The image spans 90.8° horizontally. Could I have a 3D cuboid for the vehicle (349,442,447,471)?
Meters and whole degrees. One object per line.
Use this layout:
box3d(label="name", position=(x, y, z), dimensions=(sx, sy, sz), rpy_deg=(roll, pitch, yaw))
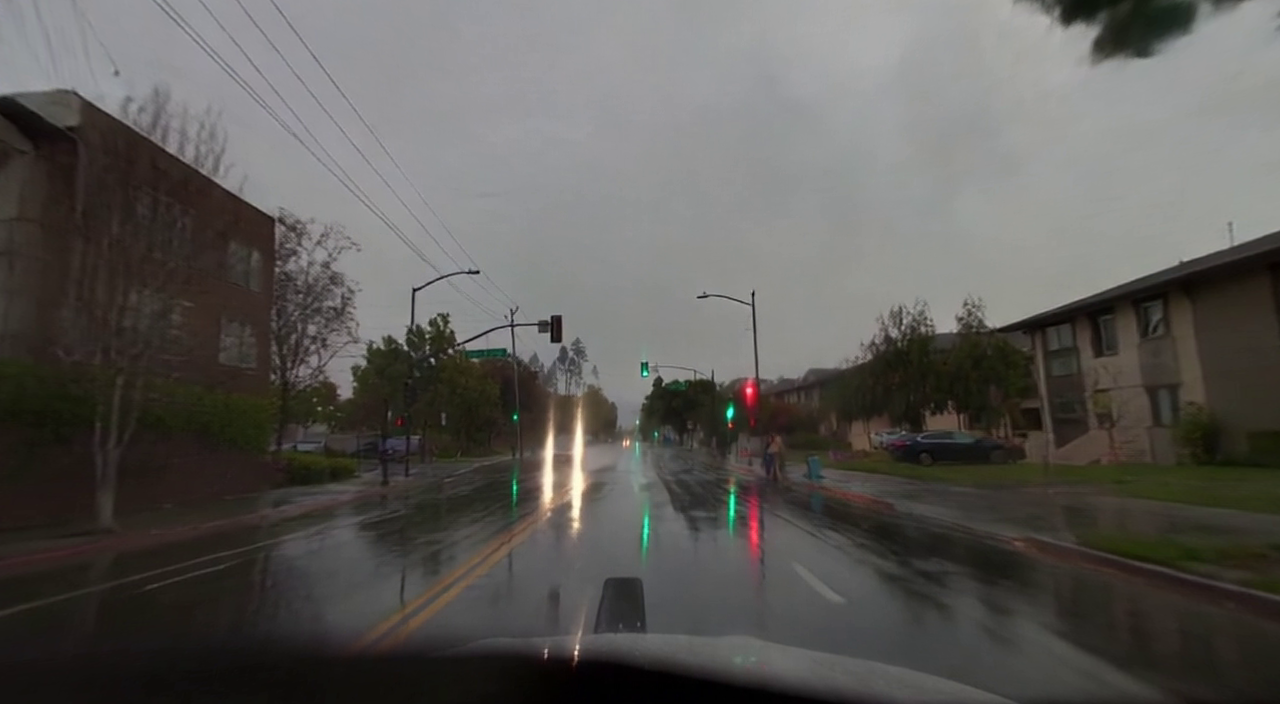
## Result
box3d(label="vehicle", position=(-12.287, 5.320, 32.220), dimensions=(4.135, 1.424, 1.945), rpy_deg=(-1, -8, 6))

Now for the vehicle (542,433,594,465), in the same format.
box3d(label="vehicle", position=(-3.606, 4.977, 32.449), dimensions=(2.015, 1.508, 4.353), rpy_deg=(-1, -8, 2))

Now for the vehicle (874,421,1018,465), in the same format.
box3d(label="vehicle", position=(12.697, 3.801, 26.404), dimensions=(4.908, 1.521, 2.108), rpy_deg=(-2, -8, -5))
